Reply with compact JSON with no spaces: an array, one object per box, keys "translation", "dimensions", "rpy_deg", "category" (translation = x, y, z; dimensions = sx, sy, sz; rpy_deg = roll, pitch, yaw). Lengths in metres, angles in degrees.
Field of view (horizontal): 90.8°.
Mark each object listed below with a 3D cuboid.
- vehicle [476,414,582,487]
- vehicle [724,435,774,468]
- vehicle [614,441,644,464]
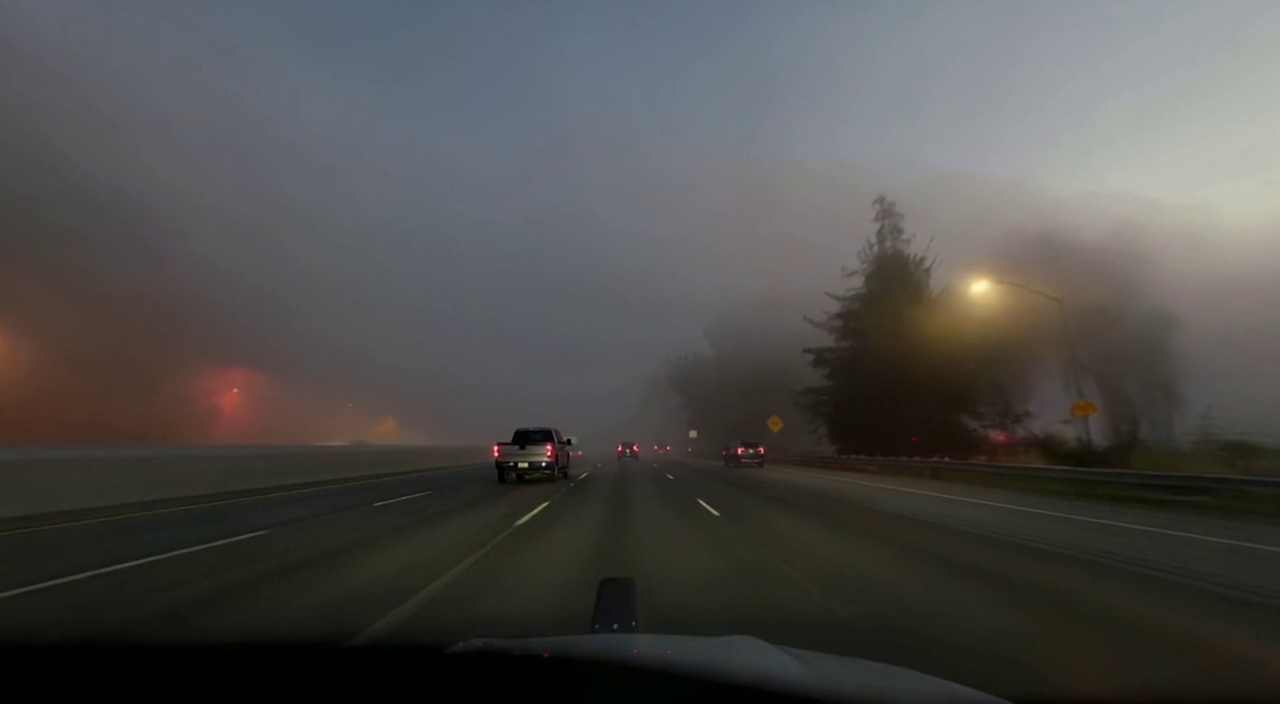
[{"translation":[-3.652,3.437,22.228],"dimensions":[2.592,2.179,6.034],"rpy_deg":[0,-9,0],"category":"vehicle"},{"translation":[6.677,6.191,39.402],"dimensions":[2.103,1.898,5.310],"rpy_deg":[0,-9,-1],"category":"vehicle"},{"translation":[-0.787,7.563,47.515],"dimensions":[2.157,1.642,4.189],"rpy_deg":[0,-9,-1],"category":"vehicle"}]
